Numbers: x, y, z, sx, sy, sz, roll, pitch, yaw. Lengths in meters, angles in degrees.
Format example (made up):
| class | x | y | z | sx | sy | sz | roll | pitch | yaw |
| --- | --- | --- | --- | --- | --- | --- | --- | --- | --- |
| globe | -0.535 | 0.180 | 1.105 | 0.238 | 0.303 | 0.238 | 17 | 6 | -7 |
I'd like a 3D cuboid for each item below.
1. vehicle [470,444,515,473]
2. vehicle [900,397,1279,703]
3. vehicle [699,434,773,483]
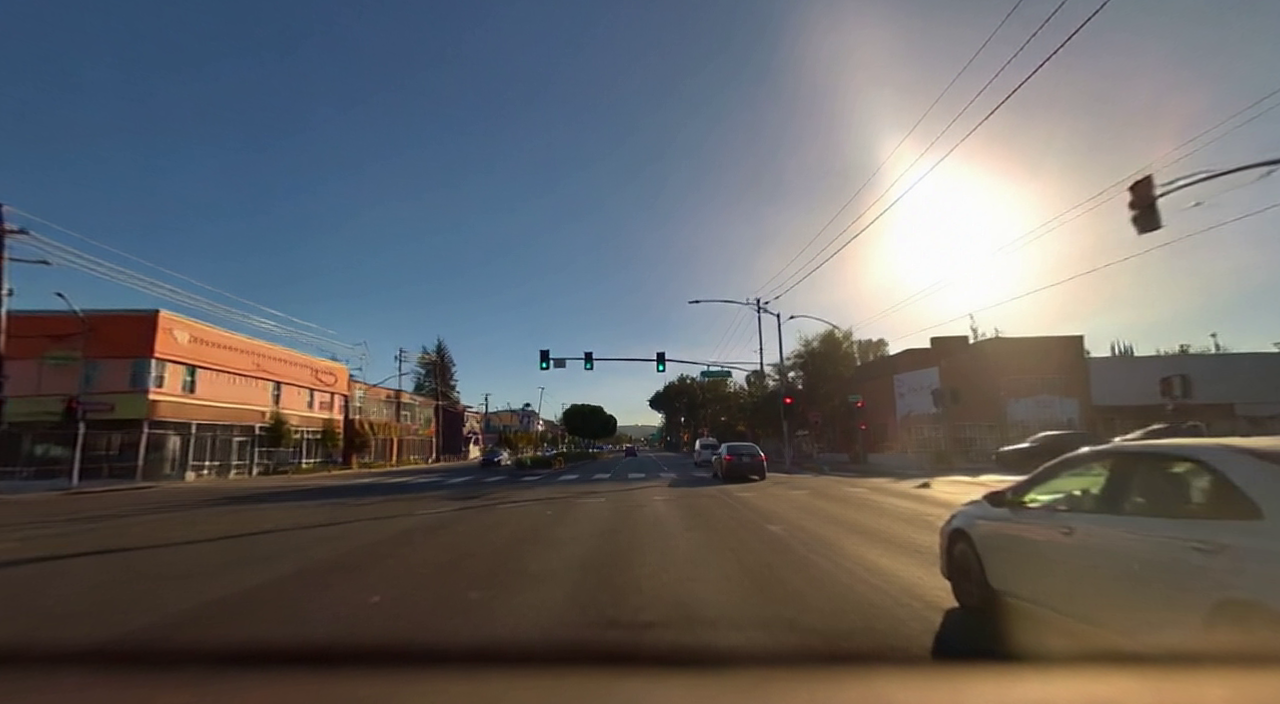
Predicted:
| class | x | y | z | sx | sy | sz | roll | pitch | yaw |
| --- | --- | --- | --- | --- | --- | --- | --- | --- | --- |
| vehicle | -9.097 | 6.561 | 39.324 | 1.816 | 1.478 | 4.404 | -2 | -6 | -1 |
| vehicle | 3.280 | 1.038 | 3.236 | 2.004 | 1.455 | 4.417 | 0 | -8 | 0 |
| vehicle | 3.628 | 4.110 | 24.671 | 2.128 | 1.699 | 4.222 | 0 | -8 | -1 |
